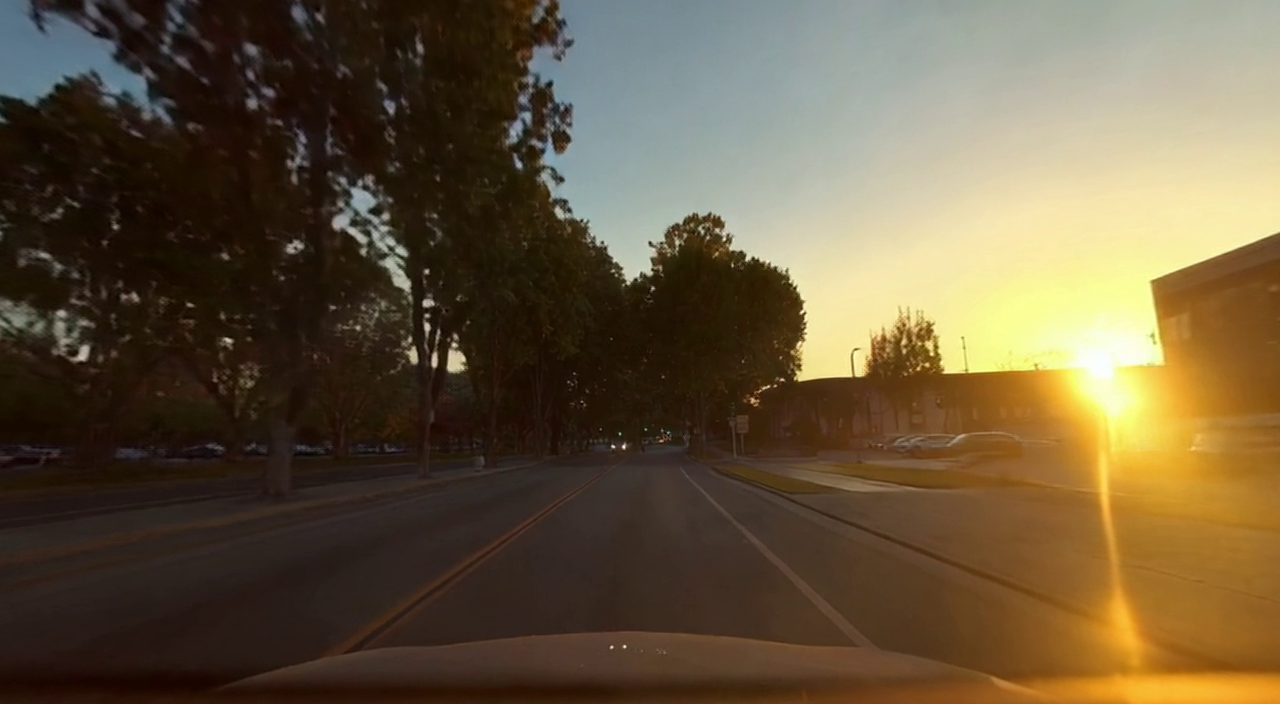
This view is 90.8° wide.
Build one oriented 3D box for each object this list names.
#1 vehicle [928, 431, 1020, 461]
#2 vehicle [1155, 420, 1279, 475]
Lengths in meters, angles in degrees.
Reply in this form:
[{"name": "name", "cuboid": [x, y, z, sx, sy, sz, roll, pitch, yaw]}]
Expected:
[{"name": "vehicle", "cuboid": [18.661, 5.272, 35.354, 4.134, 1.580, 1.952, 1, -8, -11]}, {"name": "vehicle", "cuboid": [20.521, 3.207, 21.436, 4.293, 1.473, 1.843, -5, -8, 1]}]
